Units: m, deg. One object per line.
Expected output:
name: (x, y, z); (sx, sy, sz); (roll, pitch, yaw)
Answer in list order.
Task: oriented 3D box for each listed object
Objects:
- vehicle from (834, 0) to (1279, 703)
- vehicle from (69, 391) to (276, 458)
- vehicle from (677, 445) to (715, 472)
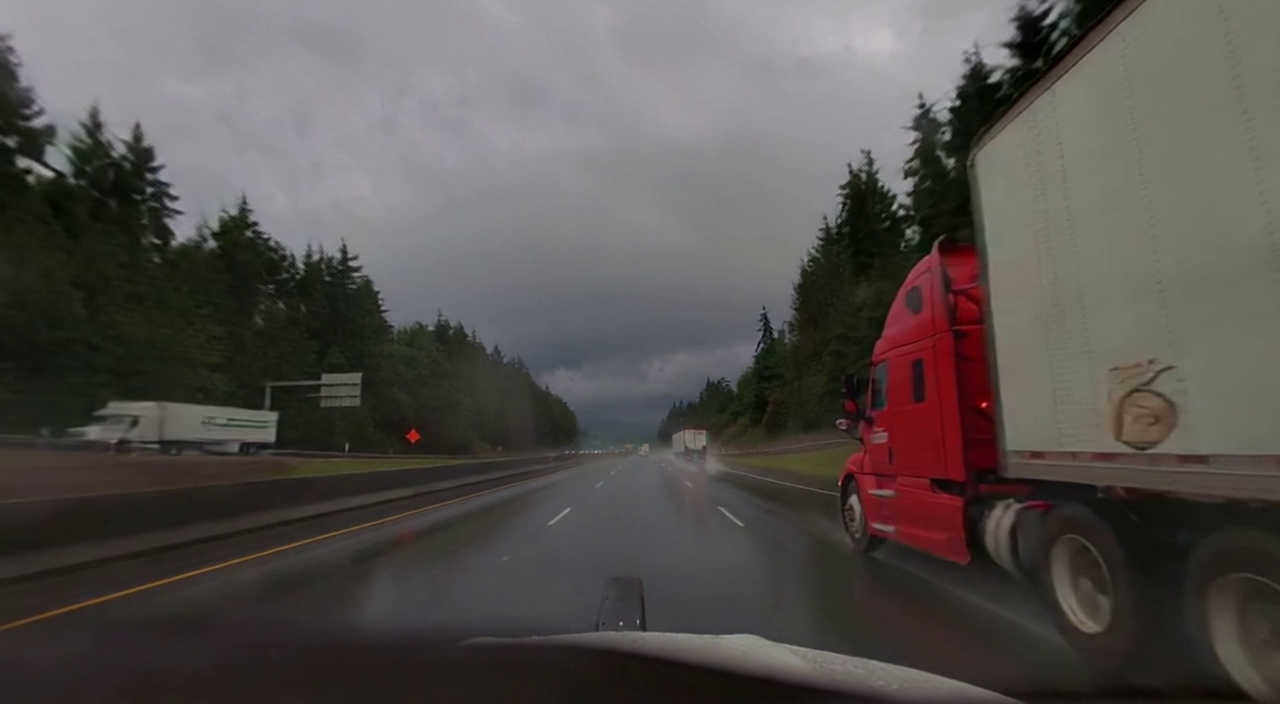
vehicle: (4.563, -0.810, 0.810); (3.115, 4.407, 17.026); (0, -9, 0)
vehicle: (-34.286, 5.776, 47.934); (2.818, 4.231, 15.097); (-1, -9, 6)
vehicle: (3.489, 6.698, 39.878); (2.019, 1.601, 3.953); (0, -9, 0)
